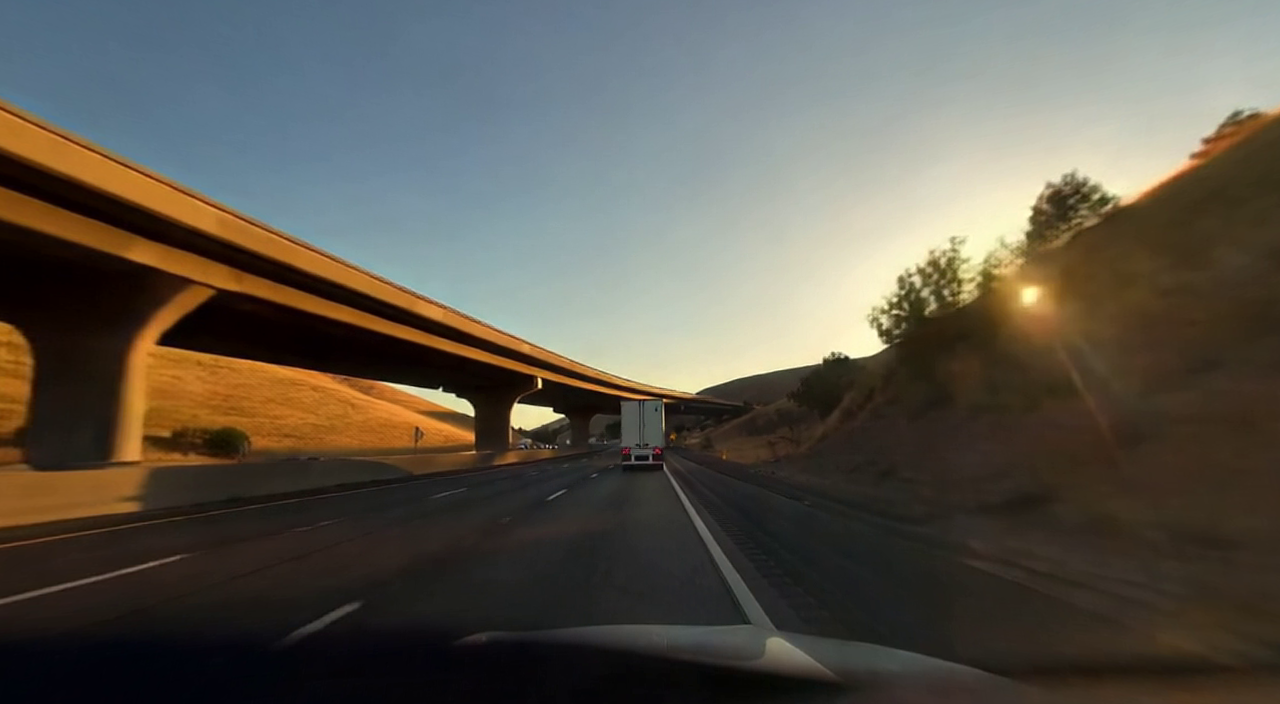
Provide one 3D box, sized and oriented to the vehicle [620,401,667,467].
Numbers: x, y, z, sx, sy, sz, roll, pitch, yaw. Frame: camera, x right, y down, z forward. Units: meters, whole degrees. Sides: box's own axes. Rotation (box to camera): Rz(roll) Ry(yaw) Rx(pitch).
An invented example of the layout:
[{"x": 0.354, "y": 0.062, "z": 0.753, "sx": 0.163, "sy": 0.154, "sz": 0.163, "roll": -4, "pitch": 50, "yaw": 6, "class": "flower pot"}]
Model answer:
[{"x": 0.192, "y": 5.812, "z": 44.024, "sx": 2.866, "sy": 4.014, "sz": 11.261, "roll": 0, "pitch": -8, "yaw": 0, "class": "vehicle"}]
